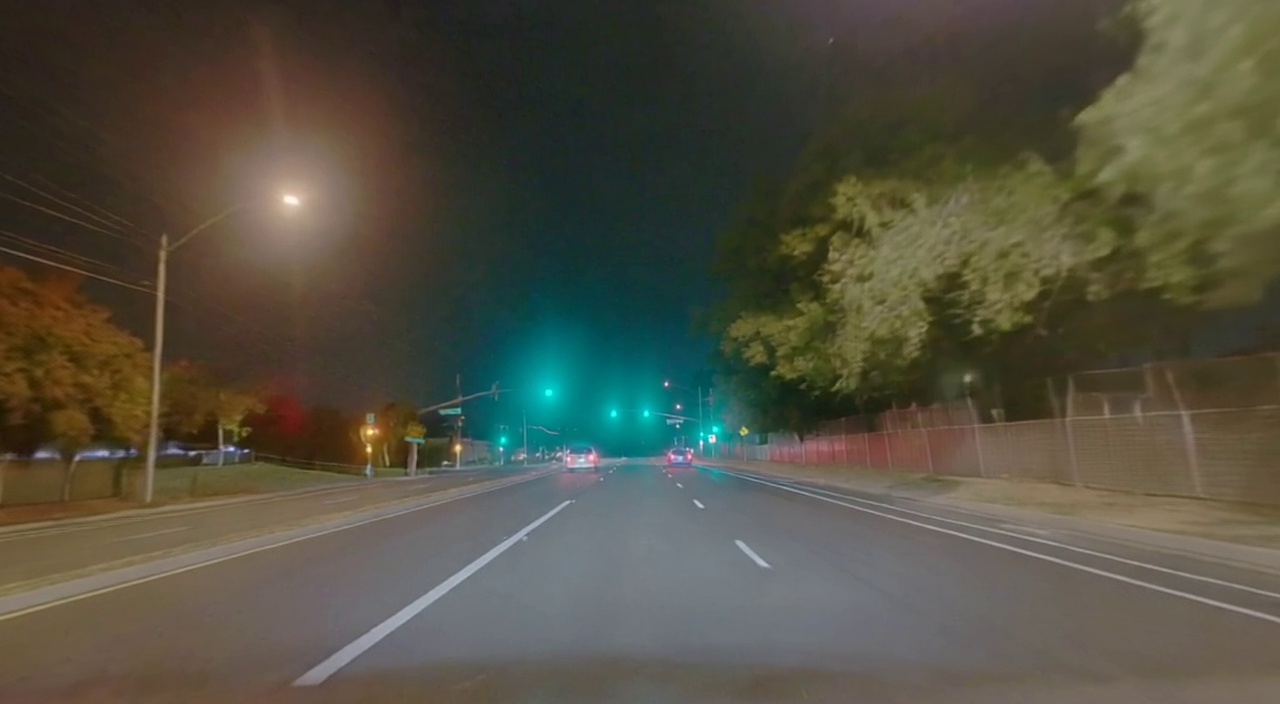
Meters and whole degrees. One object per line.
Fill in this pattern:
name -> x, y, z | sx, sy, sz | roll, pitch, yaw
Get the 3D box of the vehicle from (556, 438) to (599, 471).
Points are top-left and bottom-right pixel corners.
vehicle -> -3.628, 6.075, 37.555 | 2.078, 1.832, 4.746 | 0, -9, 0

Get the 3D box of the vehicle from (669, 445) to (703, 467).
vehicle -> 3.274, 7.518, 45.819 | 2.105, 1.490, 4.008 | 0, -9, -1
